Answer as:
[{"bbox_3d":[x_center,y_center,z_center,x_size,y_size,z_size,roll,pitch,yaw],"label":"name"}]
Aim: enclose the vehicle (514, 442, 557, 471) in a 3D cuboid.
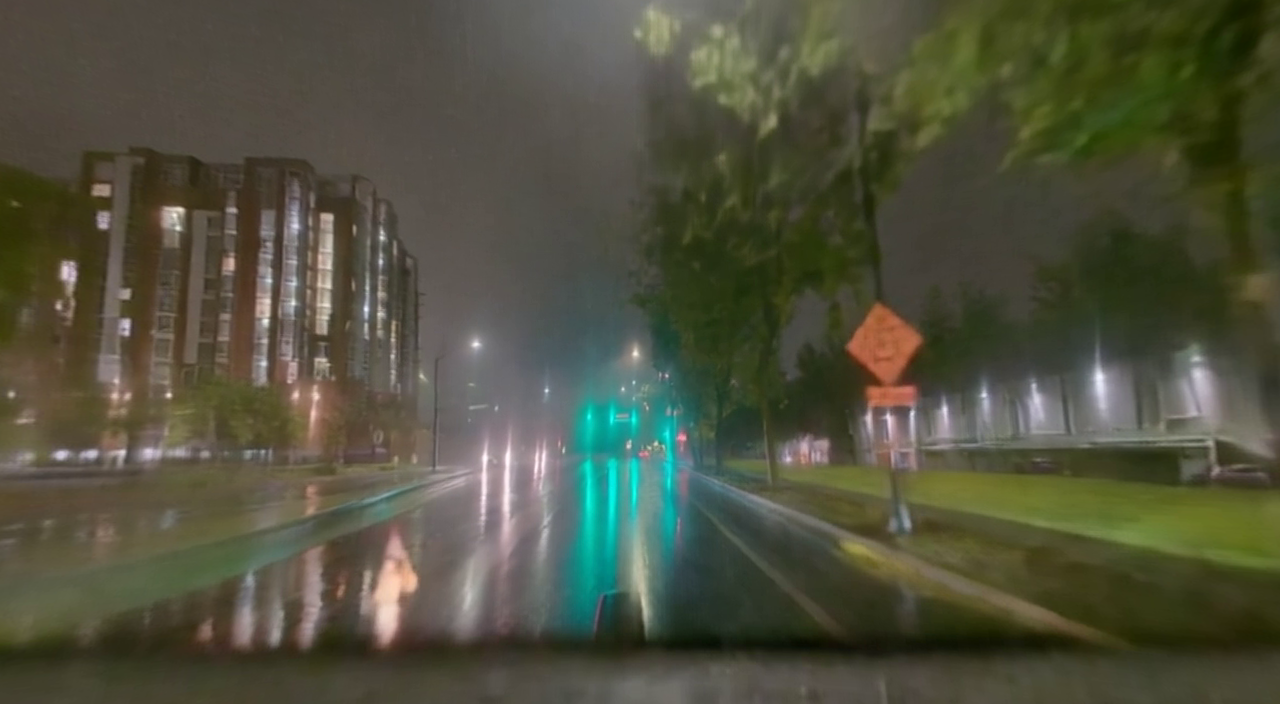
[{"bbox_3d":[-6.500,6.565,39.735,2.076,1.724,4.188,0,-9,-2],"label":"vehicle"}]
